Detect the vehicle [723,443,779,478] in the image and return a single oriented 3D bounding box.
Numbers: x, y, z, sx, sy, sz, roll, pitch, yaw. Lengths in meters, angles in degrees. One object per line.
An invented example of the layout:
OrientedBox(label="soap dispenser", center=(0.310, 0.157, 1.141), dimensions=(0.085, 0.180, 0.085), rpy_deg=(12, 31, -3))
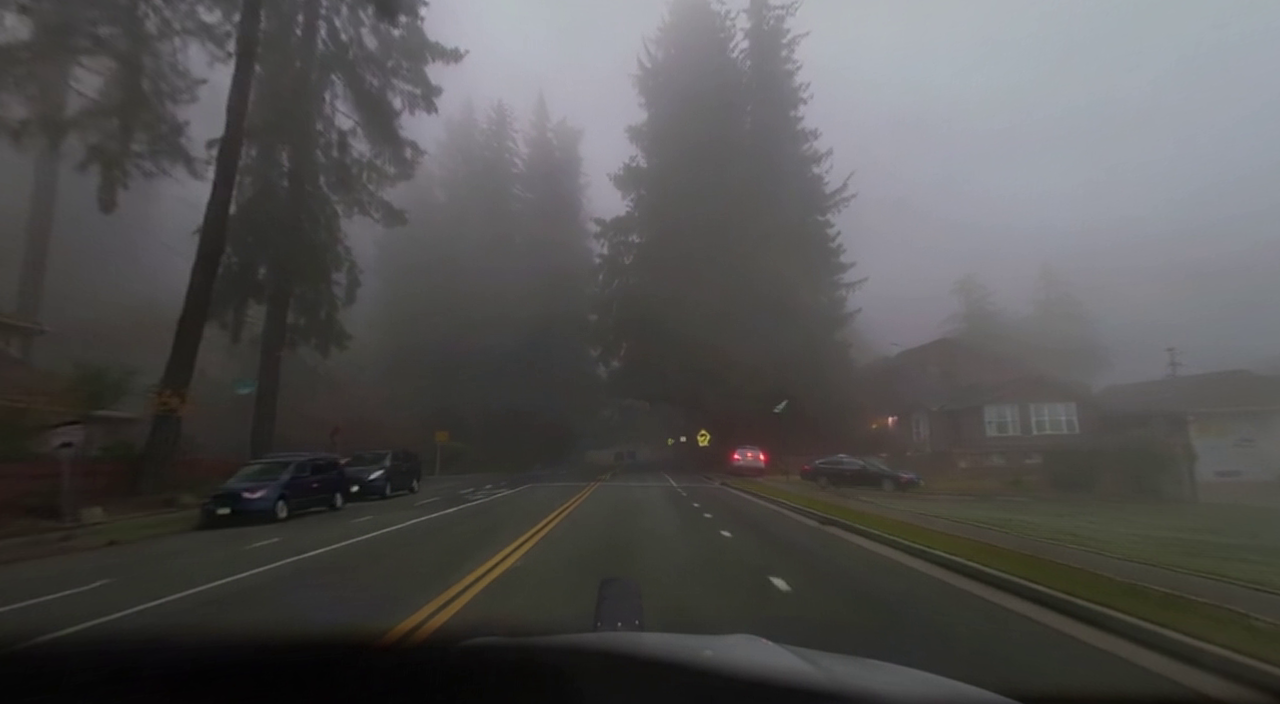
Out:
OrientedBox(label="vehicle", center=(5.797, 5.717, 33.545), dimensions=(2.096, 1.713, 4.606), rpy_deg=(0, -9, -1))

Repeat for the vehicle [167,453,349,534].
OrientedBox(label="vehicle", center=(-9.195, 3.379, 15.659), dimensions=(1.998, 1.684, 4.180), rpy_deg=(1, -9, -2))

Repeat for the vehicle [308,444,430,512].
OrientedBox(label="vehicle", center=(-9.371, 4.335, 22.356), dimensions=(2.181, 1.938, 4.931), rpy_deg=(-2, -7, 0))

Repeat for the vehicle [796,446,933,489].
OrientedBox(label="vehicle", center=(8.148, 4.238, 23.271), dimensions=(4.438, 1.466, 1.943), rpy_deg=(-1, -9, 10))
